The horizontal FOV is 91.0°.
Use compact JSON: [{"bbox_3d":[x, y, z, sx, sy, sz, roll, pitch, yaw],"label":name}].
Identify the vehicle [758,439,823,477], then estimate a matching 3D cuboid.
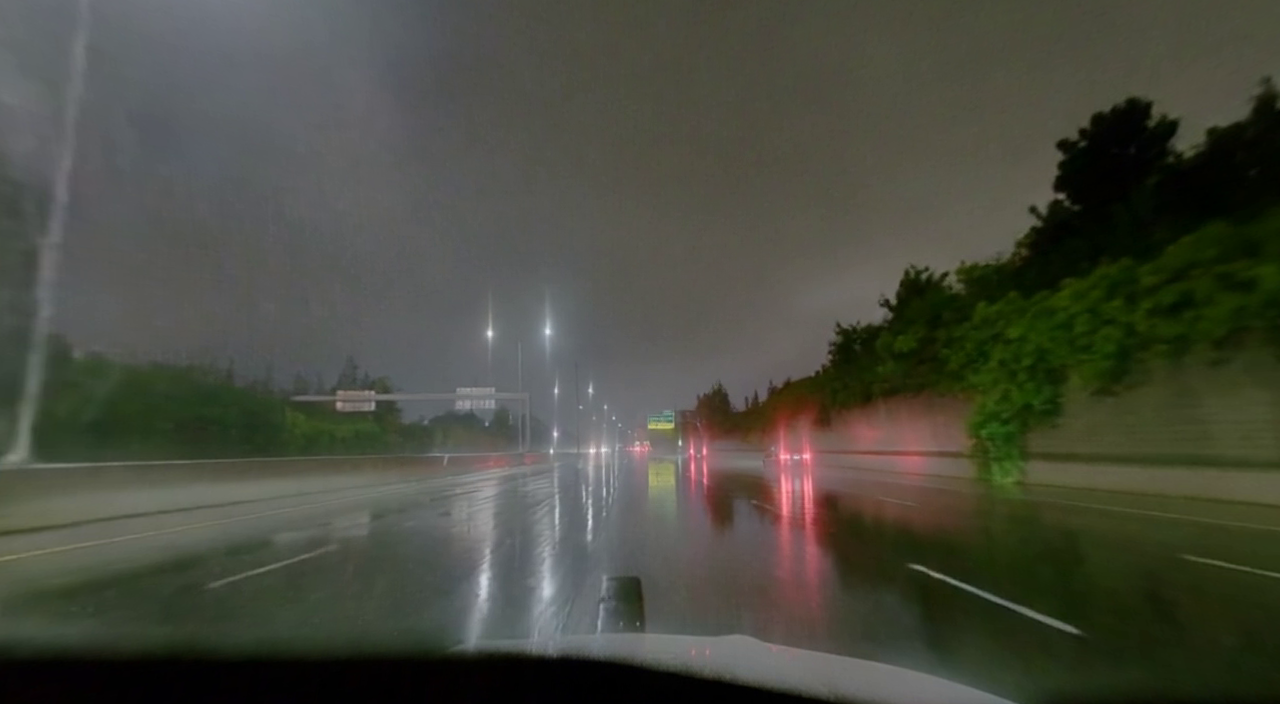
[{"bbox_3d":[7.684,5.451,32.564,2.167,1.781,4.340,0,-9,-1],"label":"vehicle"}]
